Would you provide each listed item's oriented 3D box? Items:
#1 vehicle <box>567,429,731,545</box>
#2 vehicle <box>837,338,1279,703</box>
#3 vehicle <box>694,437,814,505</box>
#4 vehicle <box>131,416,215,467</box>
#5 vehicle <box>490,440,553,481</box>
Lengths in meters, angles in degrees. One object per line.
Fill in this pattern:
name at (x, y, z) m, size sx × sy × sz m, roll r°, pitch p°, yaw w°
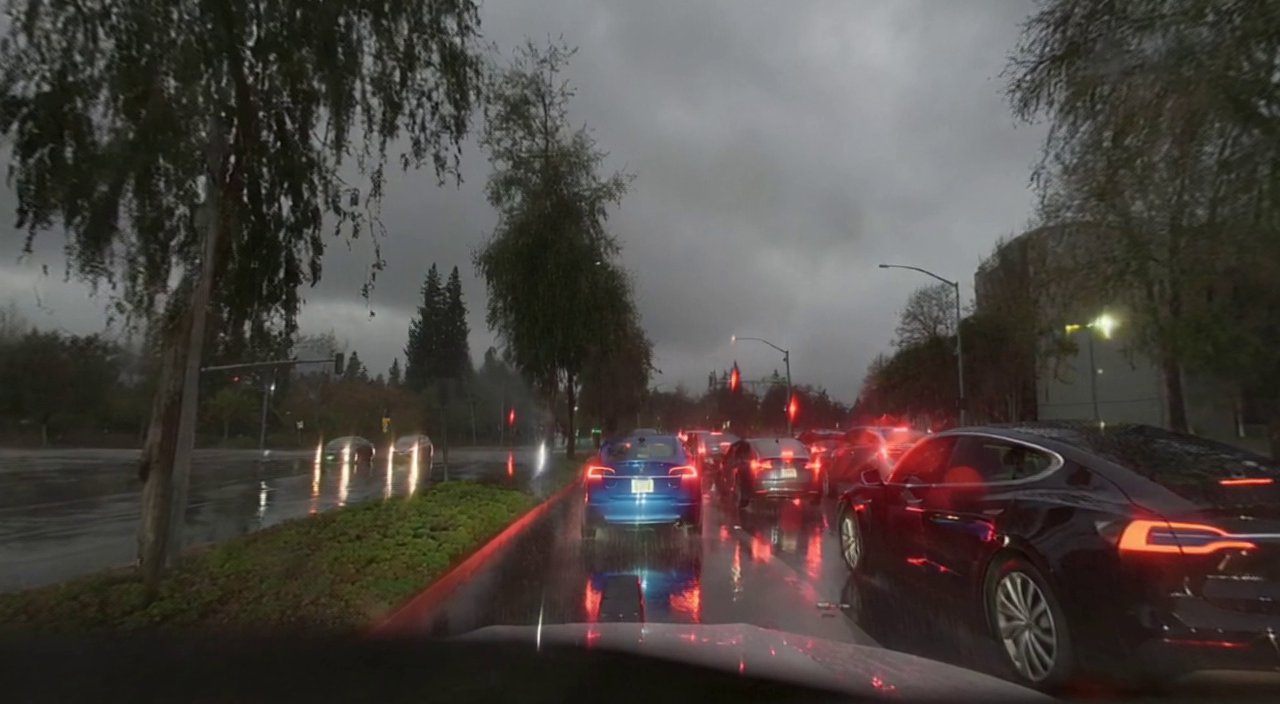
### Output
vehicle at (0.029, 2.087, 10.481) m, size 2.147 × 1.499 × 4.240 m, roll 0°, pitch -8°, yaw -2°
vehicle at (3.191, 1.106, 4.295) m, size 2.167 × 1.676 × 4.443 m, roll 0°, pitch -8°, yaw -1°
vehicle at (2.698, 2.932, 16.037) m, size 2.058 × 1.466 × 4.208 m, roll 0°, pitch -8°, yaw -3°
vehicle at (-29.260, 5.617, 39.706) m, size 2.608 × 2.990 × 3.026 m, roll 2°, pitch -8°, yaw 3°
vehicle at (-4.633, 4.290, 25.273) m, size 1.972 × 1.457 × 4.171 m, roll 0°, pitch -8°, yaw -4°
